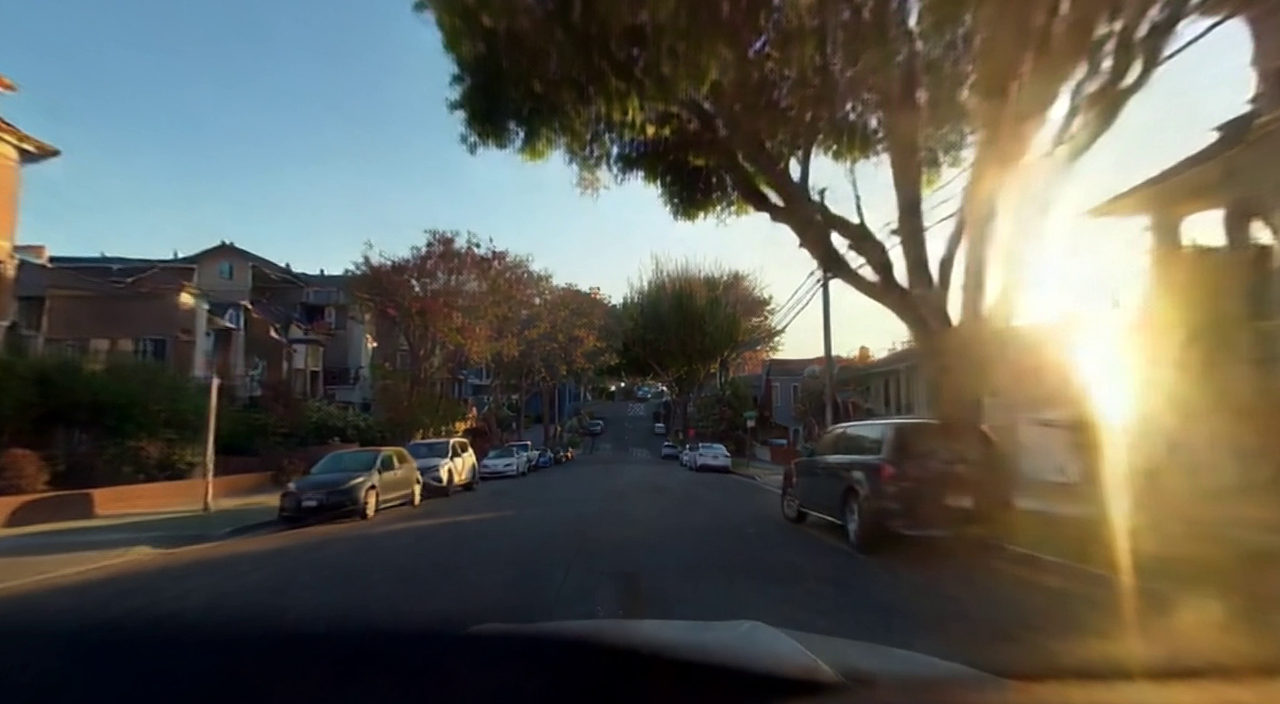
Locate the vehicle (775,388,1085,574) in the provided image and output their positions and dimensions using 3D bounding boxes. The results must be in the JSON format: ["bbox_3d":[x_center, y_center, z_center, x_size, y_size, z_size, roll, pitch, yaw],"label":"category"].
[{"bbox_3d":[3.629,1.740,9.216,2.158,1.977,4.750,0,-9,-1],"label":"vehicle"}]

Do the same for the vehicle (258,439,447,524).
[{"bbox_3d":[-5.796,2.638,13.493,1.998,1.485,4.476,0,-9,-1],"label":"vehicle"}]

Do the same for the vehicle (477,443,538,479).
[{"bbox_3d":[-5.875,4.875,28.477,2.003,1.489,4.051,0,-9,-3],"label":"vehicle"}]

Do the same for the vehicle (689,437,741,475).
[{"bbox_3d":[3.638,5.154,31.526,1.952,1.738,4.518,0,-9,-2],"label":"vehicle"}]
